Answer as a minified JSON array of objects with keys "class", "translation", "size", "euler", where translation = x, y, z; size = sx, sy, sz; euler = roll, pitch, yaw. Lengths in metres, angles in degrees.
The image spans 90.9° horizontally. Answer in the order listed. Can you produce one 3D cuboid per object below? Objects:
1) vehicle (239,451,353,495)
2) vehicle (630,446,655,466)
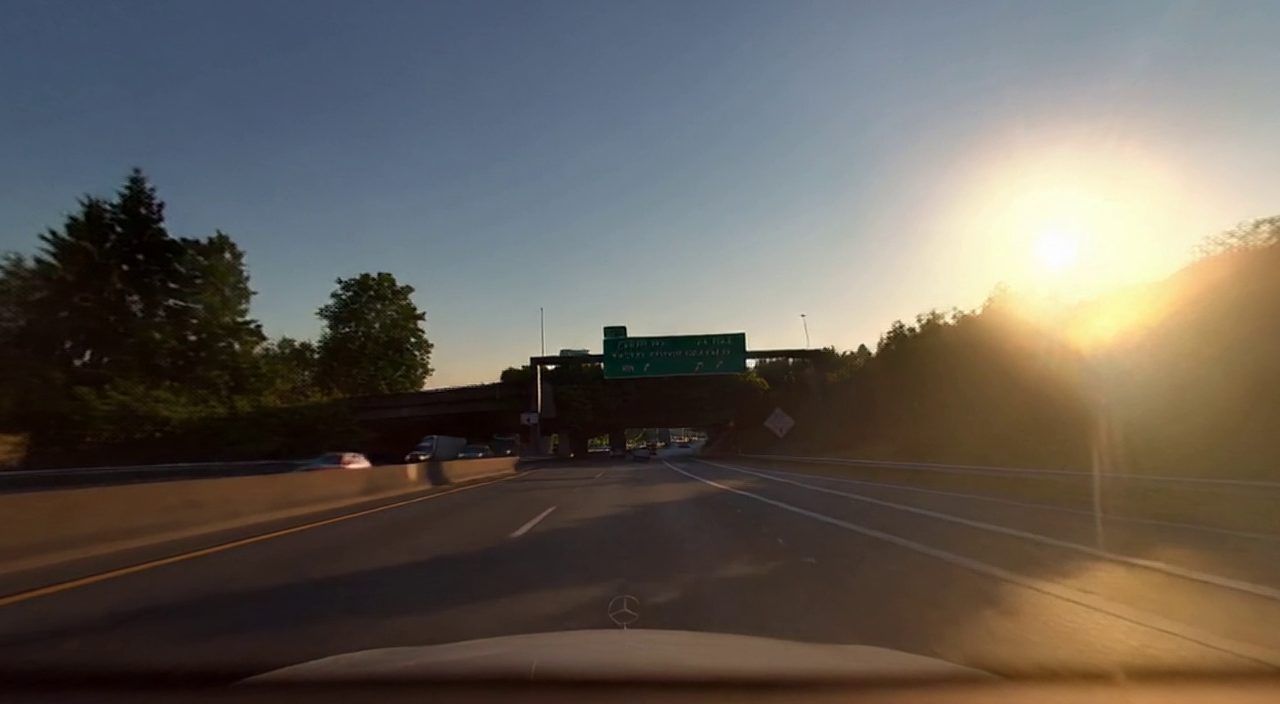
[{"class":"vehicle","translation":[-12.551,4.408,23.346],"size":[1.829,1.472,4.158],"euler":[0,-9,1]},{"class":"vehicle","translation":[0.182,7.985,48.436],"size":[1.860,1.473,3.689],"euler":[0,-9,1]}]
